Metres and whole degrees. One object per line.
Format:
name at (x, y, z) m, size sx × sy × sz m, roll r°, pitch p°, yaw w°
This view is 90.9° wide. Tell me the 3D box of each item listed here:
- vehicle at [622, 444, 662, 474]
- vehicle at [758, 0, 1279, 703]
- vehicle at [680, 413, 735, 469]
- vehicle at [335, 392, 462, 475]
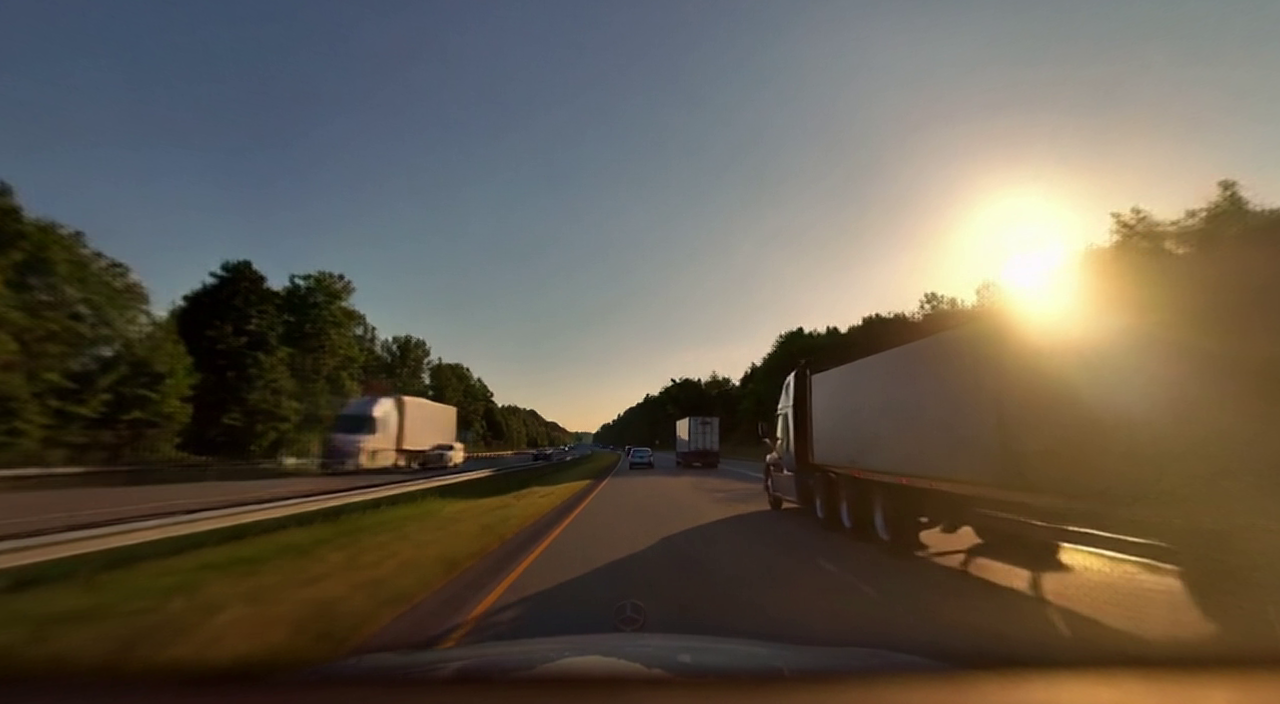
vehicle at (0.078, 5.754, 34.066) m, size 2.051 × 1.513 × 4.511 m, roll 0°, pitch -9°, yaw -1°
vehicle at (3.771, -0.074, 4.177) m, size 2.883 × 4.057 × 14.579 m, roll 0°, pitch -9°, yaw -1°
vehicle at (4.184, 5.707, 40.248) m, size 2.684 × 3.263 × 5.865 m, roll 0°, pitch -9°, yaw -2°
vehicle at (-13.116, 4.733, 35.609) m, size 2.934 × 4.014 × 10.387 m, roll 0°, pitch -9°, yaw 0°
